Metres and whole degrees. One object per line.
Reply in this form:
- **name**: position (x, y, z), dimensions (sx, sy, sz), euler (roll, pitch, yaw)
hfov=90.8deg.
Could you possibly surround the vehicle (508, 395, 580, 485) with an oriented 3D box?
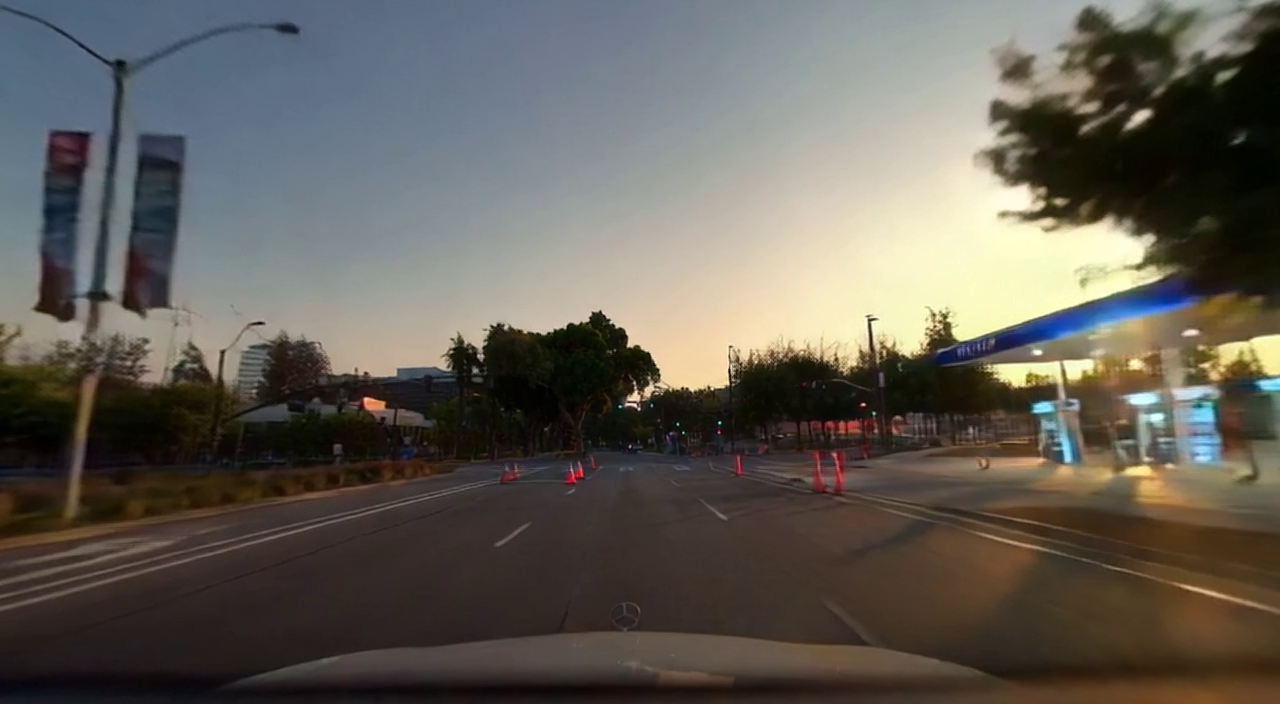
- **vehicle**: position (-4.067, 3.747, 27.225), dimensions (2.637, 3.576, 3.006), euler (-2, -7, -1)
